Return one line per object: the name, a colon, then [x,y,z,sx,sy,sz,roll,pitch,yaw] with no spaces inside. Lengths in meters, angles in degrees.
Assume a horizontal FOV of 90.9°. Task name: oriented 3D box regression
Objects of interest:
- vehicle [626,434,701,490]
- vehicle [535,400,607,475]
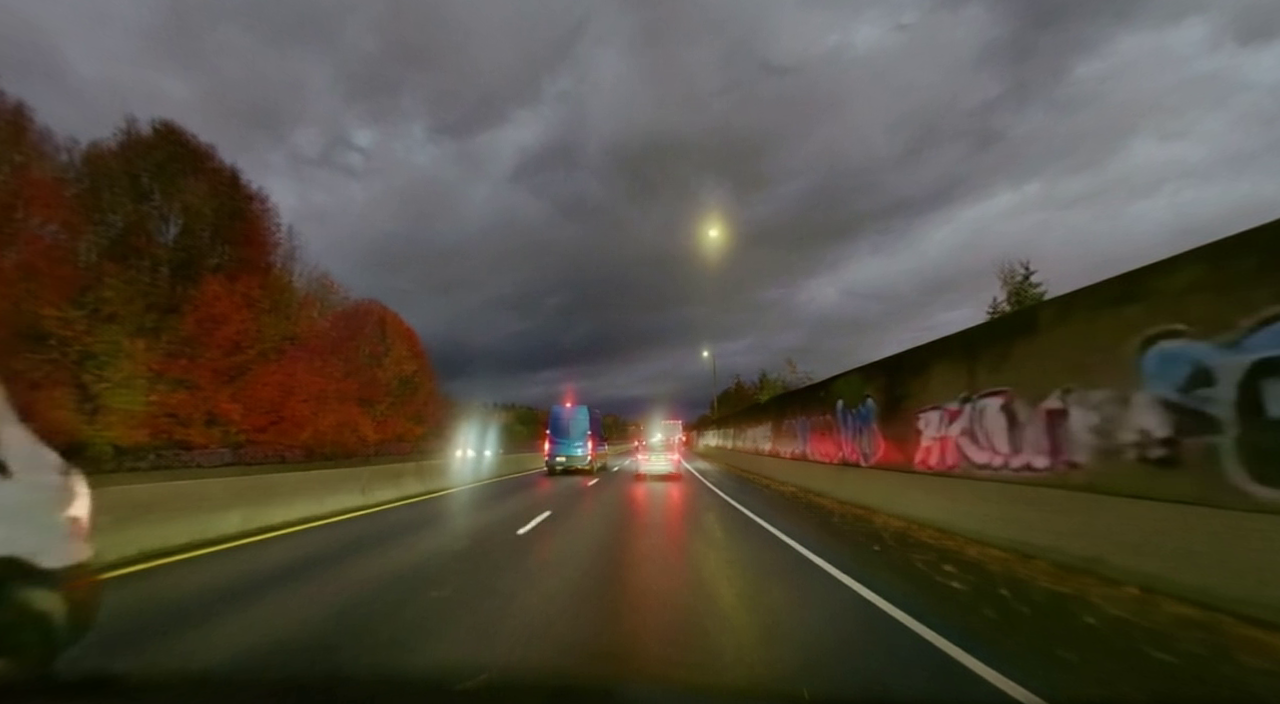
vehicle: [0.681,3.296,19.229,2.071,1.487,3.948,0,-8,1]
vehicle: [-2.688,3.533,26.034,2.334,2.769,5.087,0,-8,0]
